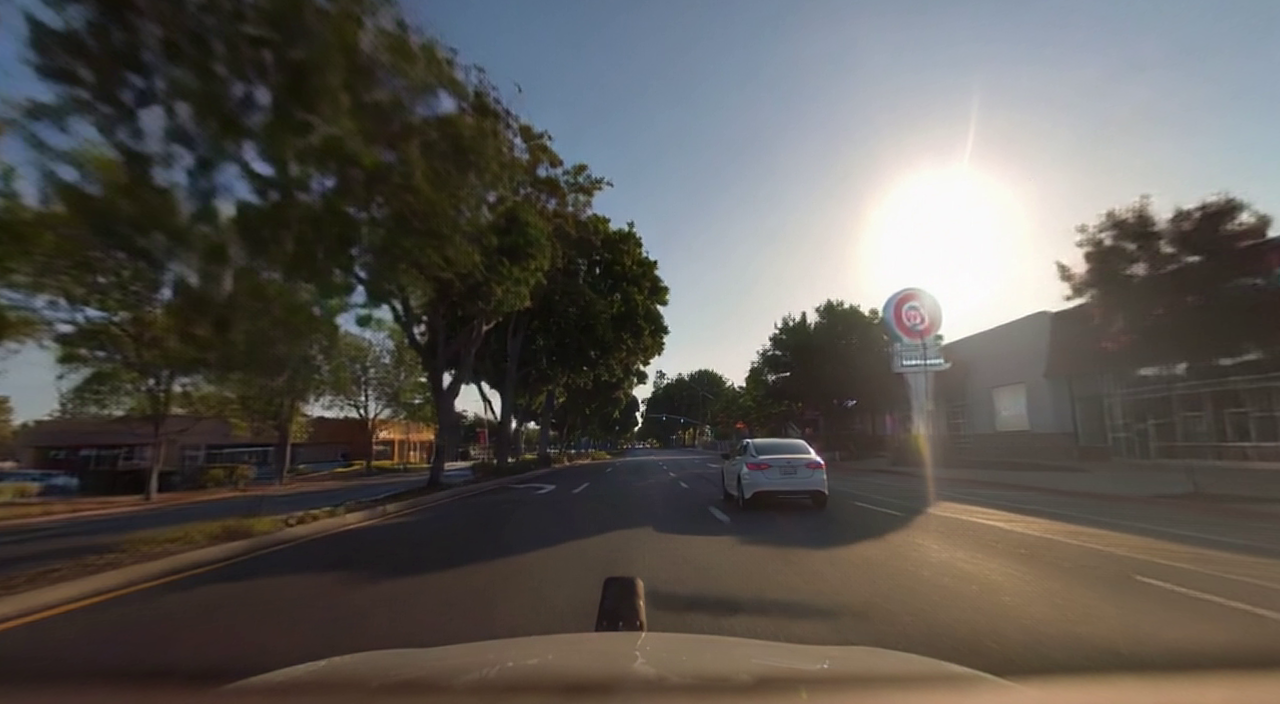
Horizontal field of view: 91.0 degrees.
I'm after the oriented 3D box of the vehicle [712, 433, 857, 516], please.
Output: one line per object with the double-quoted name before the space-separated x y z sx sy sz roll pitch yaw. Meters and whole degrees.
"vehicle" 2.889 2.568 13.749 2.015 1.479 4.444 0 -9 -1
